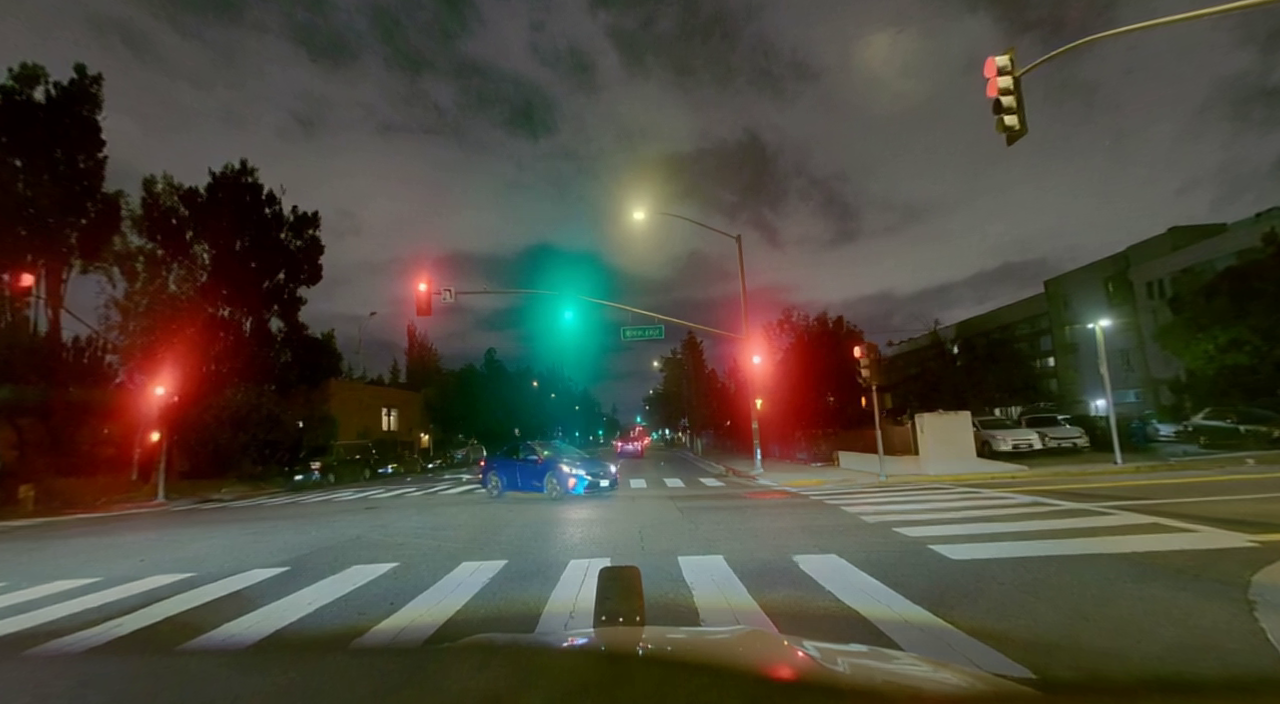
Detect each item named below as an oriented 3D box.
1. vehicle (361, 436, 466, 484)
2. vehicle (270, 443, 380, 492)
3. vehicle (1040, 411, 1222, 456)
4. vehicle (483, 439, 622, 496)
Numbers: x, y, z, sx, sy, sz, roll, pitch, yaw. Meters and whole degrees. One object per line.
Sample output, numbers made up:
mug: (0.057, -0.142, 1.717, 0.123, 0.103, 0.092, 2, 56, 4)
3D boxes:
vehicle: (-10.154, 4.913, 28.982, 2.664, 1.940, 5.702, 0, -9, 0)
vehicle: (-13.771, 5.057, 28.047, 2.306, 1.957, 4.968, 0, -9, -1)
vehicle: (16.948, 2.901, 22.112, 4.560, 1.453, 1.851, -3, -9, 18)
vehicle: (-2.752, 3.410, 19.067, 2.071, 1.470, 4.592, 7, -11, -38)
